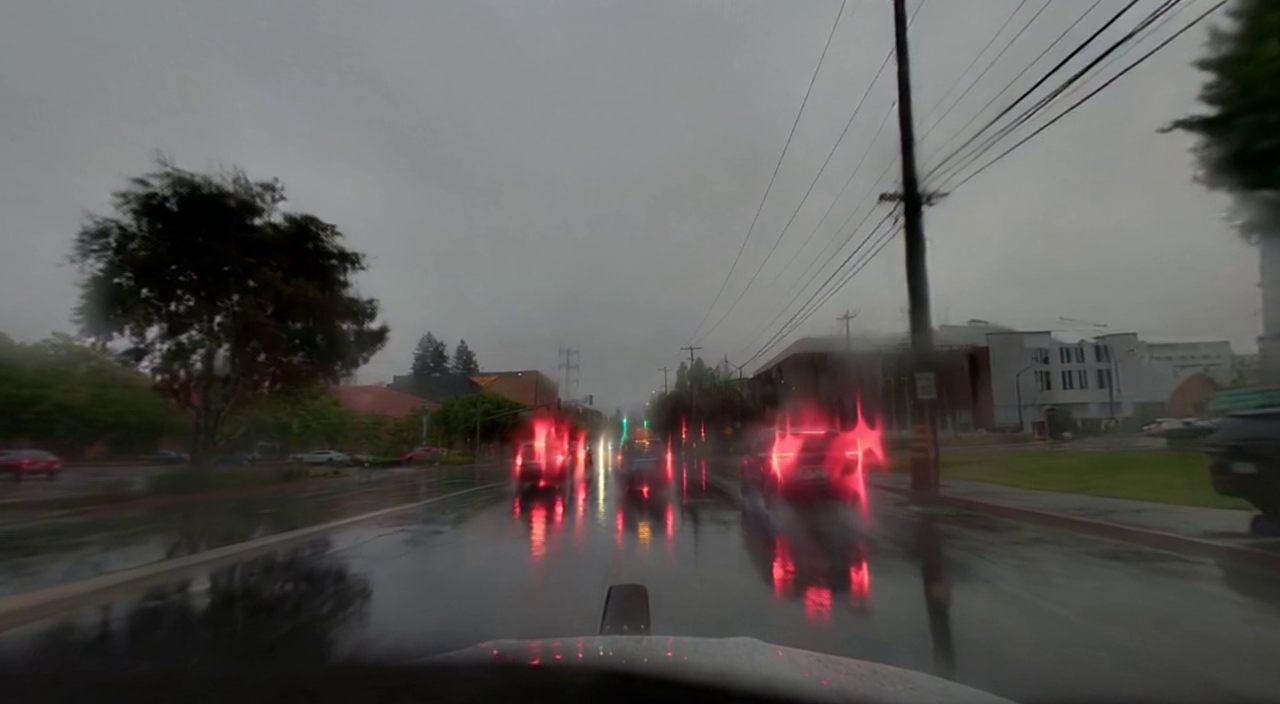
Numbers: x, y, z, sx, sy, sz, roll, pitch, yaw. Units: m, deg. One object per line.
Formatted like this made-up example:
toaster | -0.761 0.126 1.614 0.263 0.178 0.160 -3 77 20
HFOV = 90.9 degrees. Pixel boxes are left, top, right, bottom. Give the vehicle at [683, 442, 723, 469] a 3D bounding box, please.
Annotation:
vehicle | 3.773 6.253 38.319 1.880 1.503 4.130 0 -9 -1

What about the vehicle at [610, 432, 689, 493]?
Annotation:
vehicle | 0.242 3.379 19.569 2.200 1.653 4.127 0 -9 0

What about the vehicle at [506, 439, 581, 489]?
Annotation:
vehicle | -3.141 3.726 21.377 2.104 1.488 4.546 0 -9 -4

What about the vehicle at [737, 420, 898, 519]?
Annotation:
vehicle | 3.474 2.416 13.395 2.024 1.711 4.512 0 -9 -1

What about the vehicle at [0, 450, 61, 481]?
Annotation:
vehicle | -37.935 6.802 37.914 1.882 1.753 4.517 0 -9 -1
